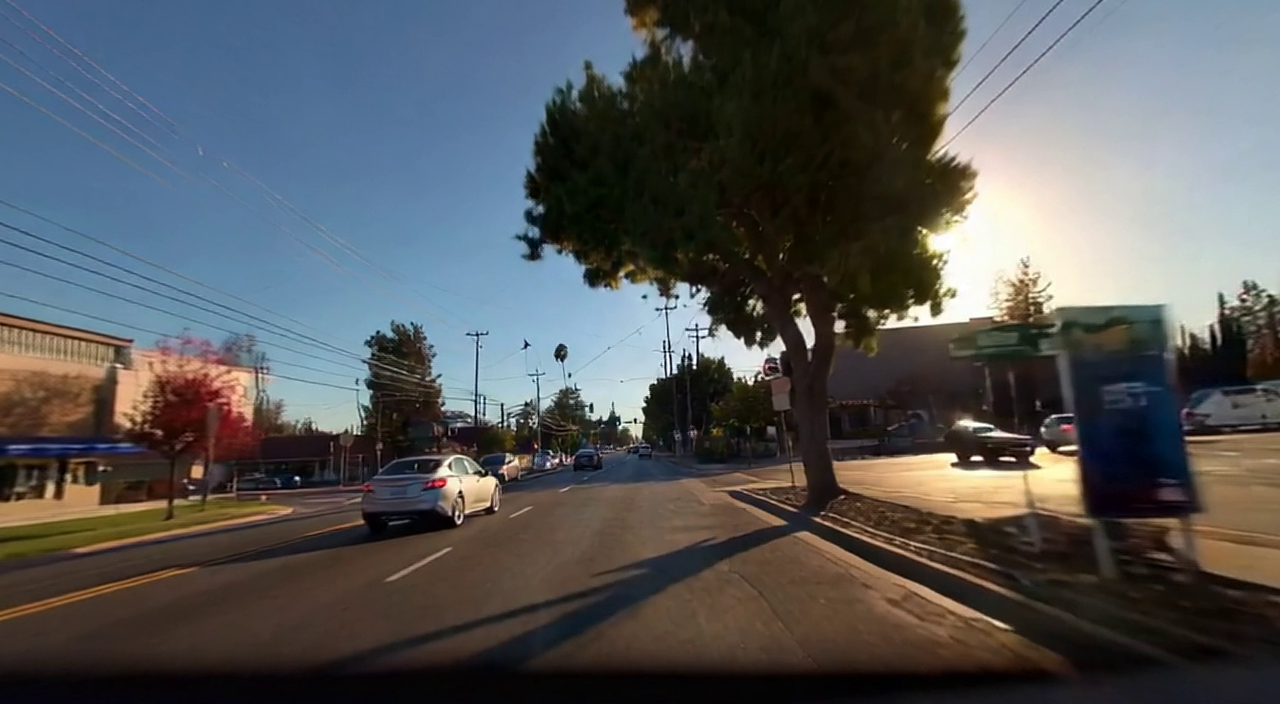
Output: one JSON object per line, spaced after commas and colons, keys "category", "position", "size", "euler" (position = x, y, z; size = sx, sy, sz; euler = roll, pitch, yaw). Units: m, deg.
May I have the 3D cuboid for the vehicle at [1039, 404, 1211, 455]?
{"category": "vehicle", "position": [19.226, 3.138, 25.326], "size": [4.817, 1.919, 2.308], "euler": [-1, -9, 7]}

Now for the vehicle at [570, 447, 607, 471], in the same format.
{"category": "vehicle", "position": [-3.340, 7.028, 41.744], "size": [1.943, 1.455, 4.414], "euler": [0, -8, 2]}

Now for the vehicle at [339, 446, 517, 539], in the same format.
{"category": "vehicle", "position": [-3.787, 2.560, 12.262], "size": [1.704, 1.430, 4.587], "euler": [0, -8, 2]}

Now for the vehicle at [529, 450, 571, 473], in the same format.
{"category": "vehicle", "position": [-6.917, 8.547, 49.480], "size": [2.347, 1.607, 5.953], "euler": [0, -8, 1]}

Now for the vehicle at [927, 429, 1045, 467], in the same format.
{"category": "vehicle", "position": [14.173, 3.952, 26.106], "size": [3.830, 1.474, 1.771], "euler": [-1, -9, 9]}

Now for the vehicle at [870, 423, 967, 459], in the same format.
{"category": "vehicle", "position": [14.673, 4.735, 33.557], "size": [4.495, 1.806, 2.076], "euler": [-3, -9, 20]}
